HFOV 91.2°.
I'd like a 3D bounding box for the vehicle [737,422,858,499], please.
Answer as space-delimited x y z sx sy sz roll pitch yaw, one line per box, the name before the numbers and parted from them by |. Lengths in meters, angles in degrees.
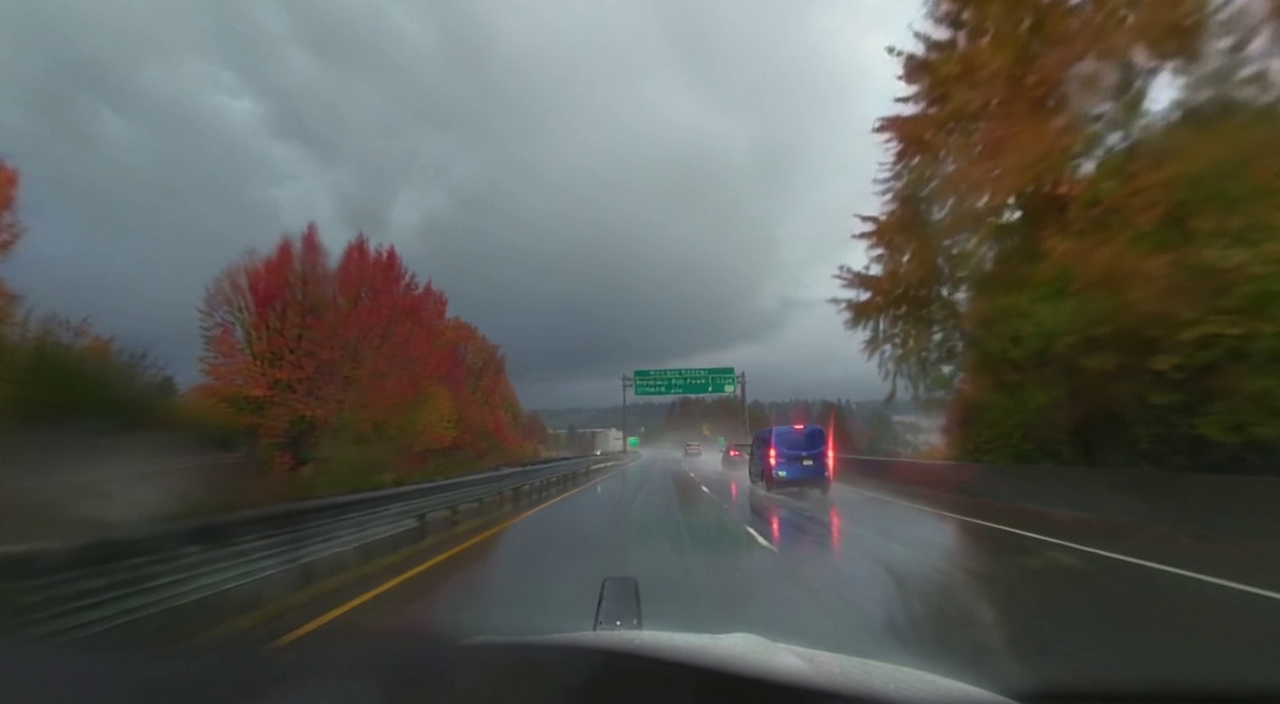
vehicle | 4.380 3.137 18.387 2.205 1.923 4.956 0 -9 0
